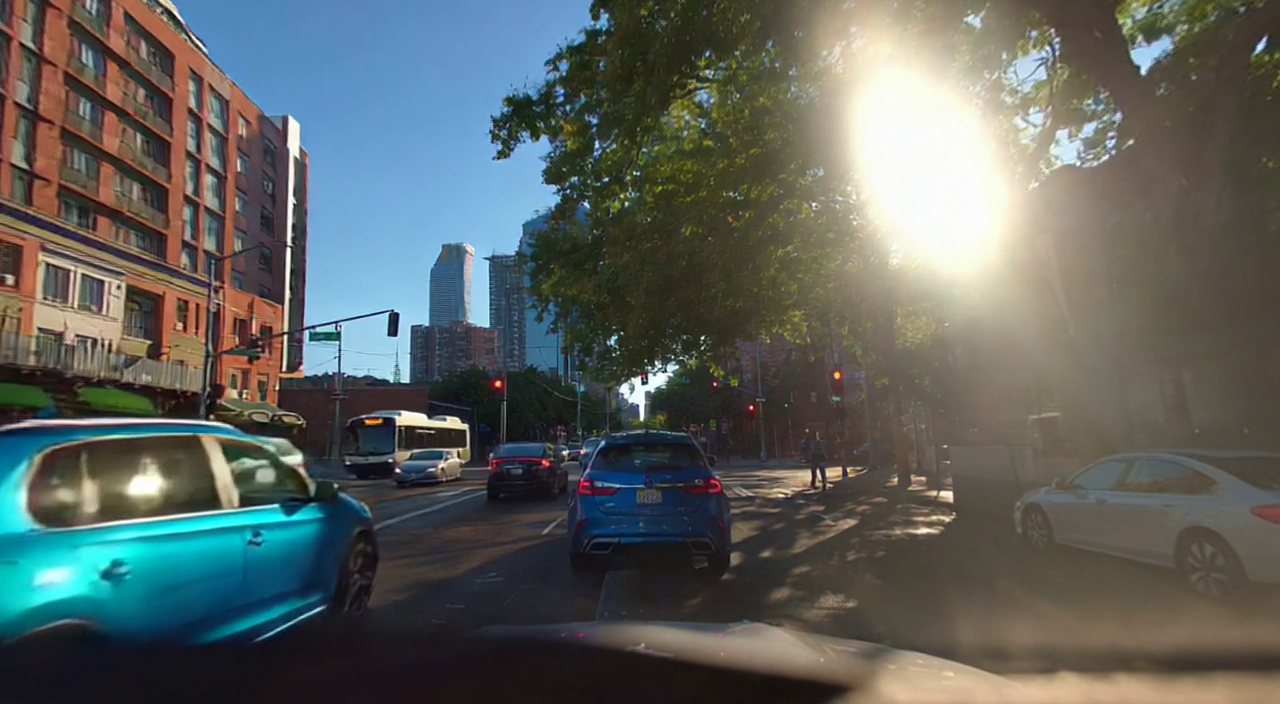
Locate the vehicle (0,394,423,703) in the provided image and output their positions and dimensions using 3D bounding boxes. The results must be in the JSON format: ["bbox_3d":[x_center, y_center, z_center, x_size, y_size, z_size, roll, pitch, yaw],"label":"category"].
[{"bbox_3d":[-3.103,1.164,3.849,1.970,1.492,4.534,0,-9,0],"label":"vehicle"}]

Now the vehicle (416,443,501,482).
[{"bbox_3d":[-6.968,4.268,24.638,1.964,1.341,4.149,-1,-9,2],"label":"vehicle"}]

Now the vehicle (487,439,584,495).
[{"bbox_3d":[-3.010,3.407,19.076,2.131,1.486,4.089,0,-9,1],"label":"vehicle"}]

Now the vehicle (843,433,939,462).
[{"bbox_3d":[16.418,6.266,41.512,5.345,1.811,2.175,0,-9,-1],"label":"vehicle"}]

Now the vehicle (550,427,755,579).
[{"bbox_3d":[0.097,1.764,8.074,2.022,1.481,3.564,0,-9,-1],"label":"vehicle"}]

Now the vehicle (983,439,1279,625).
[{"bbox_3d":[5.991,1.709,6.905,1.873,1.453,4.579,0,-9,0],"label":"vehicle"}]
